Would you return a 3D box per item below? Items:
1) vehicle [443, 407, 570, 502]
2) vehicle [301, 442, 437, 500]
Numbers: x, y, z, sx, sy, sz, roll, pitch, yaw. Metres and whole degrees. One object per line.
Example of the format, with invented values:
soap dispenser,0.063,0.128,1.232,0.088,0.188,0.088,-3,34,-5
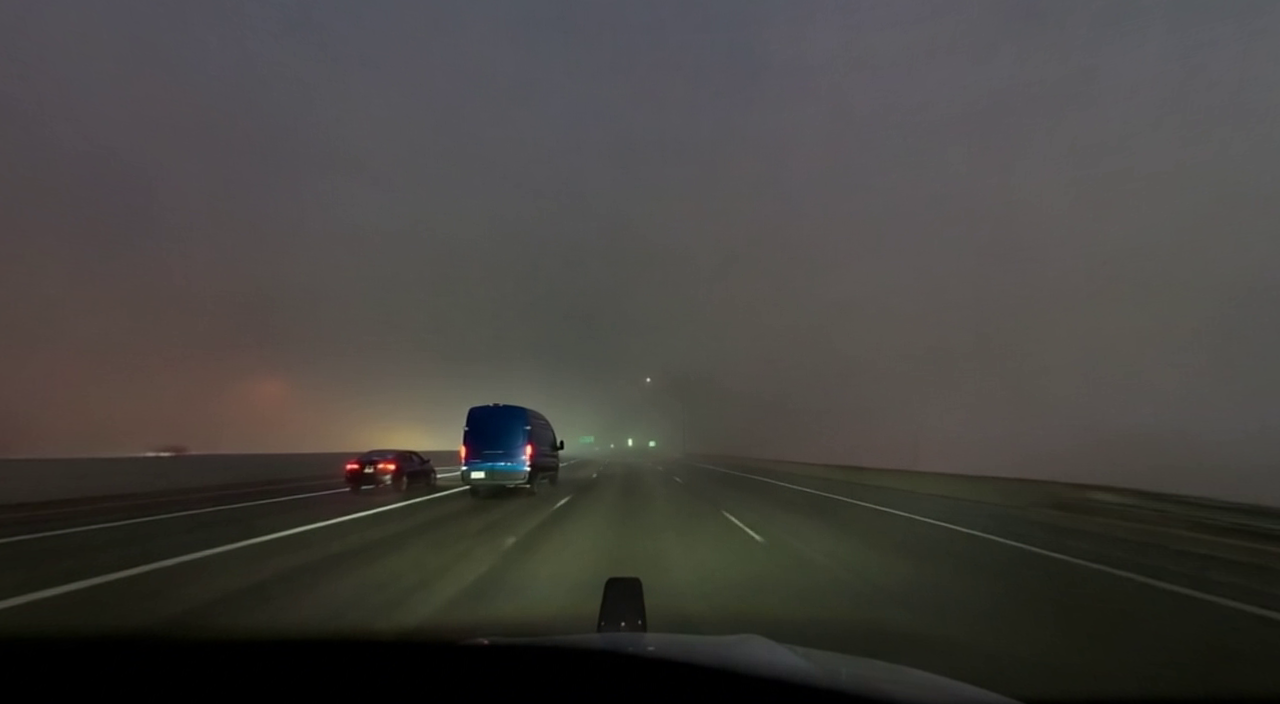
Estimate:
vehicle,-3.536,2.883,17.931,2.372,2.248,5.393,-1,-9,1
vehicle,-7.994,3.528,19.118,1.987,1.490,4.781,-1,-9,0
